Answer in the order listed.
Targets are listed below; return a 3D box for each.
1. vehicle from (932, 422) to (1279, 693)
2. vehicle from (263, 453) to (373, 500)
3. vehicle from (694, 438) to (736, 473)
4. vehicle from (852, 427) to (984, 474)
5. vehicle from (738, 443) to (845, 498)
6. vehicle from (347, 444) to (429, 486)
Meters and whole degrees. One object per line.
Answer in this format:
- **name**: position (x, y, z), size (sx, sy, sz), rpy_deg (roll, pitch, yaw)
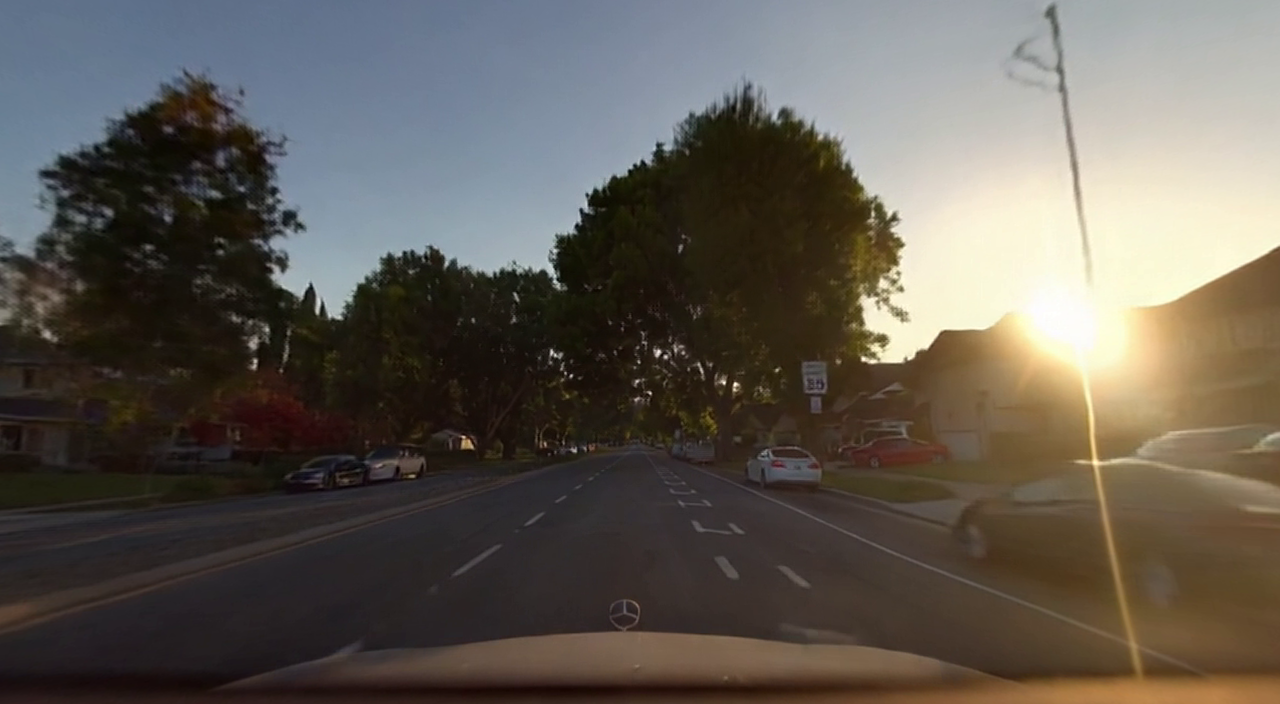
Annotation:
- **vehicle**: position (4.759, 1.590, 5.808), size (1.934, 1.546, 5.009), rpy_deg (3, -9, 2)
- **vehicle**: position (-12.640, 4.868, 25.202), size (1.925, 1.498, 4.850), rpy_deg (-4, -9, -1)
- **vehicle**: position (4.401, 6.104, 37.749), size (2.074, 1.838, 5.402), rpy_deg (1, -8, 3)
- **vehicle**: position (12.402, 4.387, 28.428), size (4.825, 1.675, 2.184), rpy_deg (-4, -7, -2)
- **vehicle**: position (4.647, 3.700, 20.285), size (2.035, 1.498, 4.910), rpy_deg (0, -8, -2)
- **vehicle**: position (-12.628, 5.669, 32.073), size (2.075, 1.917, 4.984), rpy_deg (-1, -9, 0)
